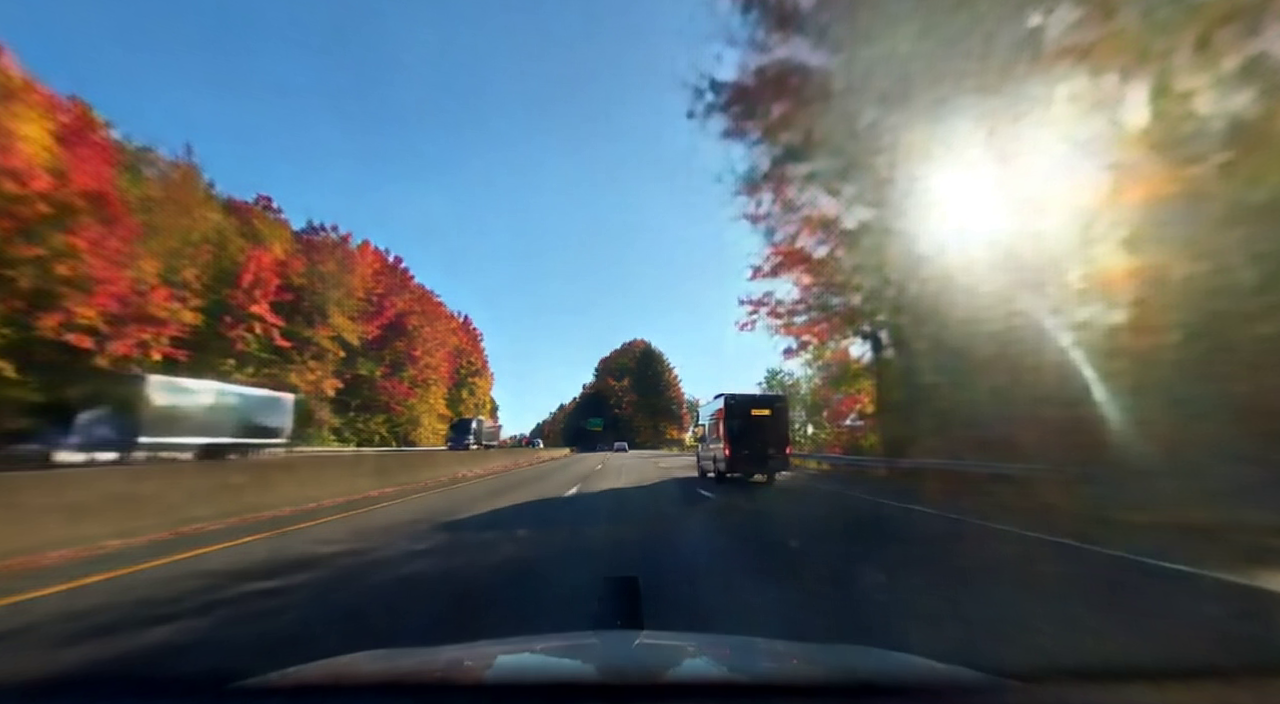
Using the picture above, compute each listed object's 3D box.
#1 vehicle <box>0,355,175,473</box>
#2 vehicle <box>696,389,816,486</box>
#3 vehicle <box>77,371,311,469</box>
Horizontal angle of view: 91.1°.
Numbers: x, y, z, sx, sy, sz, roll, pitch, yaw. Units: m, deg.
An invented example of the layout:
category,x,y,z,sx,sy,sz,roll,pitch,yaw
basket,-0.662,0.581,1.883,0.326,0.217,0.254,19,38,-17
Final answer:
category,x,y,z,sx,sy,sz,roll,pitch,yaw
vehicle,-19.381,2.224,22.254,3.298,3.890,2.971,0,-8,-3
vehicle,3.777,3.037,22.421,2.815,2.876,7.101,0,-8,-1
vehicle,-19.675,3.296,29.239,2.795,3.656,11.197,0,-8,-1
